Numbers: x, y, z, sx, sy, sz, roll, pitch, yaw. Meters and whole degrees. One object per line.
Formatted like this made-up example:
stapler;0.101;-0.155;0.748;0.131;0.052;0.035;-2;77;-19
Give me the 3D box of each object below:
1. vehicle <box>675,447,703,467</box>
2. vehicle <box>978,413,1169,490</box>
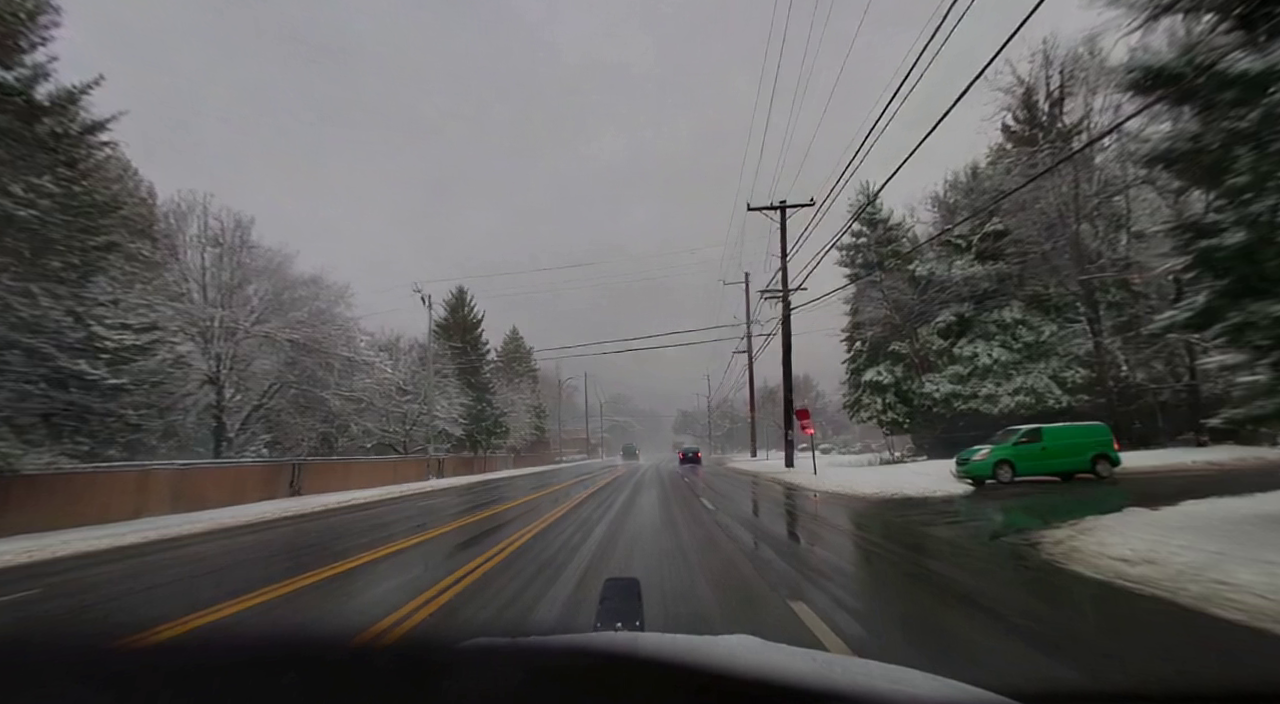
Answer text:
vehicle;3.655;7.892;47.634;2.015;1.467;4.117;-1;-9;4
vehicle;12.125;2.849;18.184;1.939;1.839;4.674;-2;-9;-2
